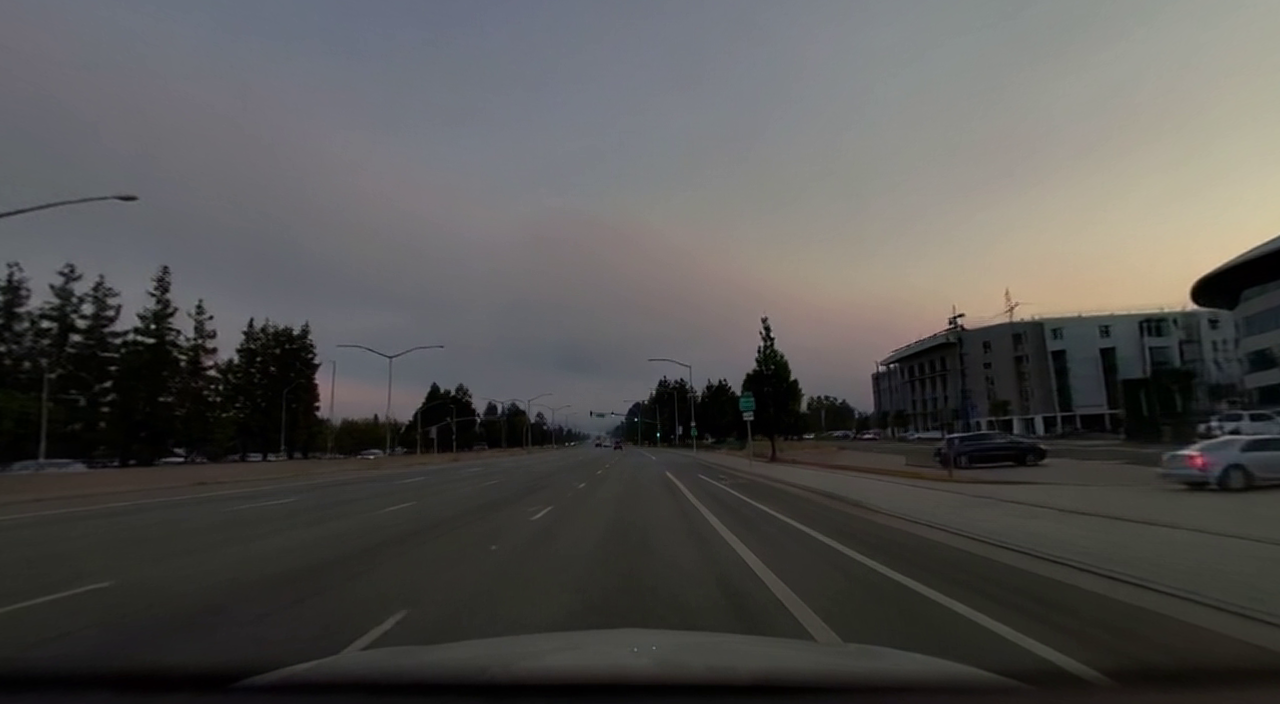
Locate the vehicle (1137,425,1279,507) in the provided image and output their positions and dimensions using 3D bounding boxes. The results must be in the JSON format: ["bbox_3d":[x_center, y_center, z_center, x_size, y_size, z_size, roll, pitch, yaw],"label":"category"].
[{"bbox_3d":[14.564,2.541,14.597,4.388,1.446,1.808,-6,-7,2],"label":"vehicle"}]

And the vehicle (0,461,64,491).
[{"bbox_3d":[-35.816,7.016,35.816,1.917,1.479,4.462,0,-8,0],"label":"vehicle"}]

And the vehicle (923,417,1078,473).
[{"bbox_3d":[14.041,3.656,24.830,4.702,1.853,2.069,-3,-8,2],"label":"vehicle"}]
